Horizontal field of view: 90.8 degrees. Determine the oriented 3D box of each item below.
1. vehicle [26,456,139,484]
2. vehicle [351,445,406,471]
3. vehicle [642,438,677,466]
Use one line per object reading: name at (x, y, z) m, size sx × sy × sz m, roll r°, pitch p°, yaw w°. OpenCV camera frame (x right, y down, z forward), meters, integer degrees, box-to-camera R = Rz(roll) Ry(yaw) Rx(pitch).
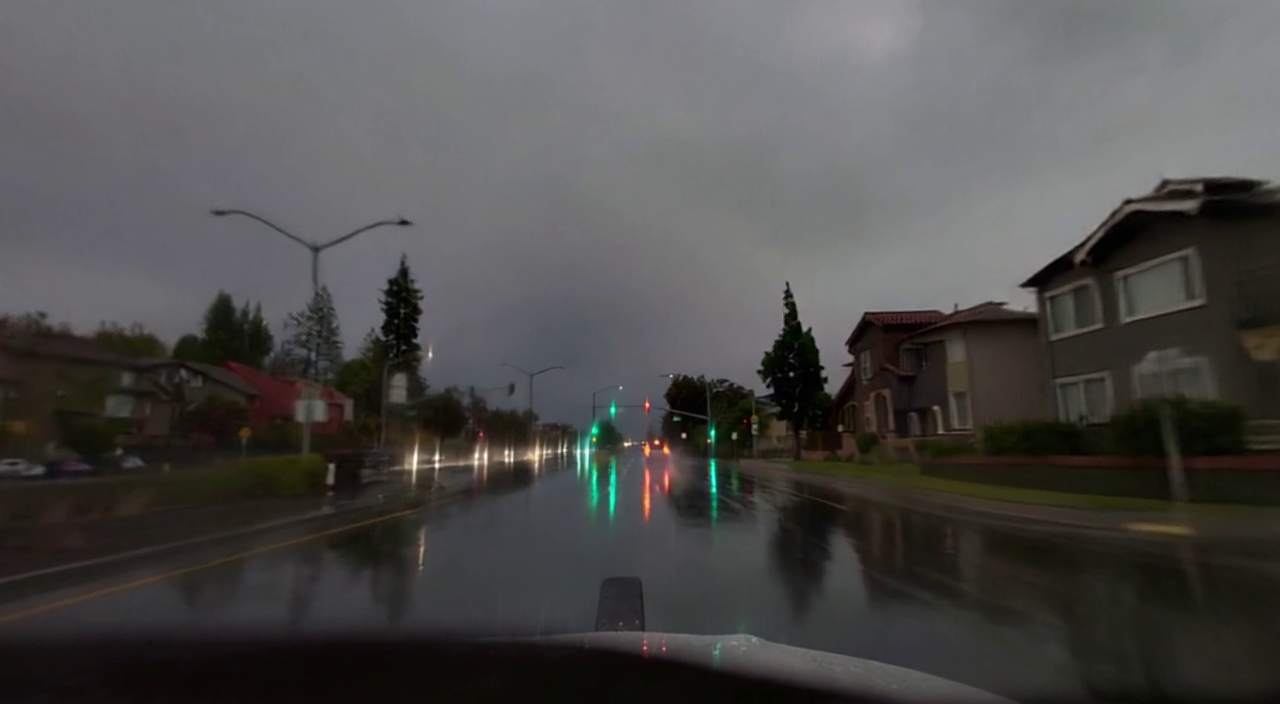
vehicle at (-32.734, 6.908, 37.263) m, size 2.057 × 1.447 × 4.433 m, roll -4°, pitch -9°, yaw 21°
vehicle at (-19.102, 7.782, 46.431) m, size 1.963 × 1.782 × 4.520 m, roll 0°, pitch -9°, yaw 2°
vehicle at (1.352, 7.156, 45.463) m, size 2.273 × 1.851 × 5.075 m, roll 0°, pitch -9°, yaw -1°
